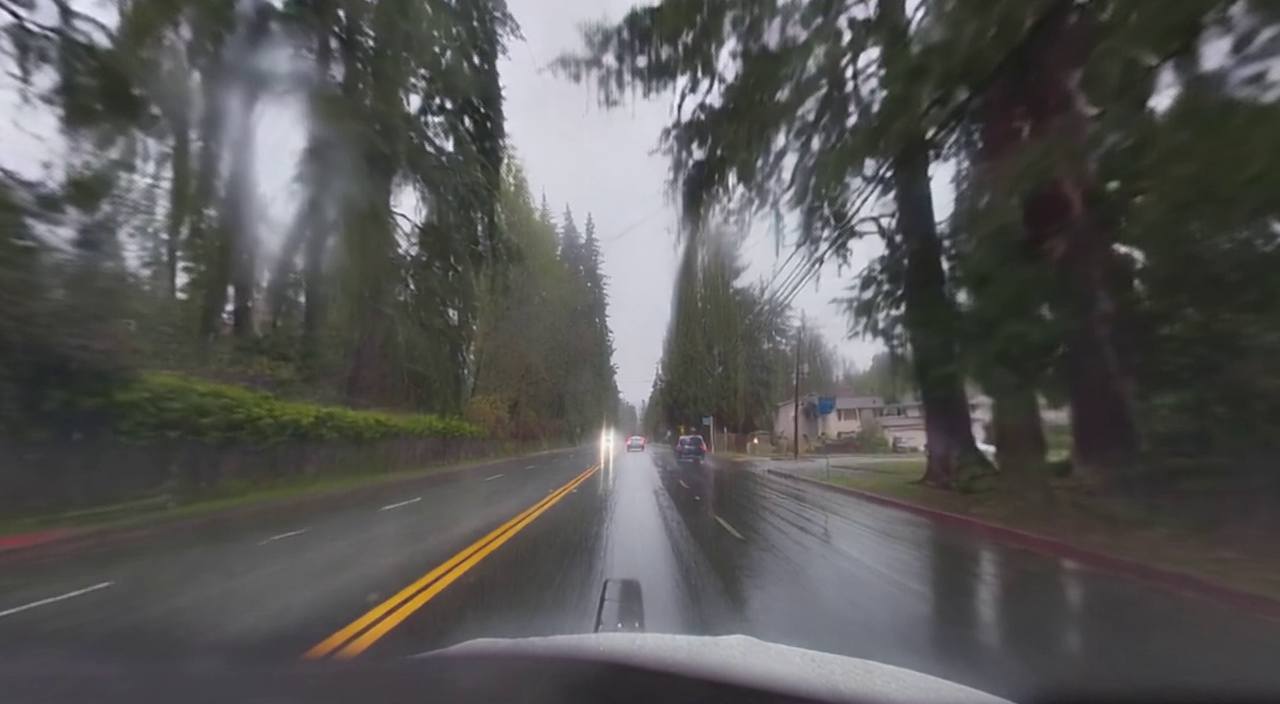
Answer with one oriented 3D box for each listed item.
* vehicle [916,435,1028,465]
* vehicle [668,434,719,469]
[{"bbox_3d":[16.985,5.023,32.357,4.672,1.463,1.863,0,-8,1],"label":"vehicle"},{"bbox_3d":[2.351,4.538,28.775,1.975,1.497,3.647,0,-8,-1],"label":"vehicle"}]
